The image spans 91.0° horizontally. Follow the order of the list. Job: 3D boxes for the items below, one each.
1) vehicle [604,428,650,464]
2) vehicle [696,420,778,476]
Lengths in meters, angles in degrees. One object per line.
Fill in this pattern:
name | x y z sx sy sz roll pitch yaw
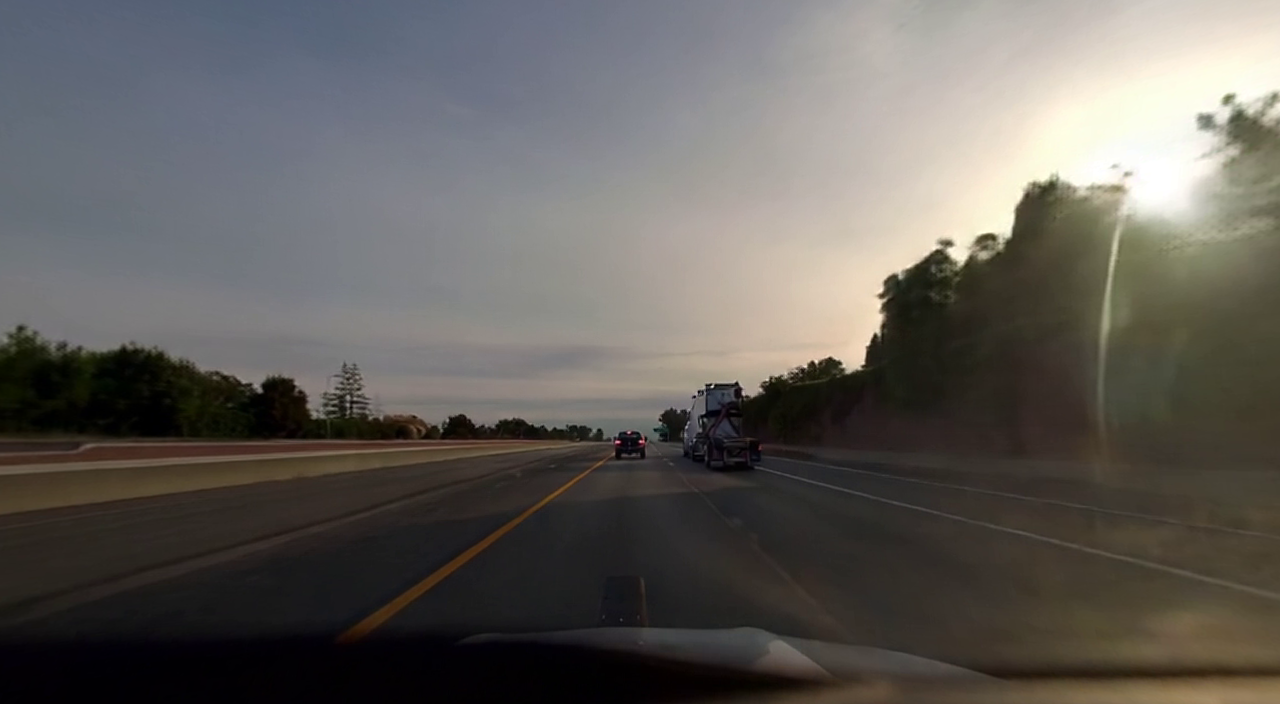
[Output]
vehicle | -0.583 4.710 31.419 2.142 1.664 4.076 0 -9 1
vehicle | 3.429 3.560 23.286 2.269 1.839 4.554 0 -9 -1
